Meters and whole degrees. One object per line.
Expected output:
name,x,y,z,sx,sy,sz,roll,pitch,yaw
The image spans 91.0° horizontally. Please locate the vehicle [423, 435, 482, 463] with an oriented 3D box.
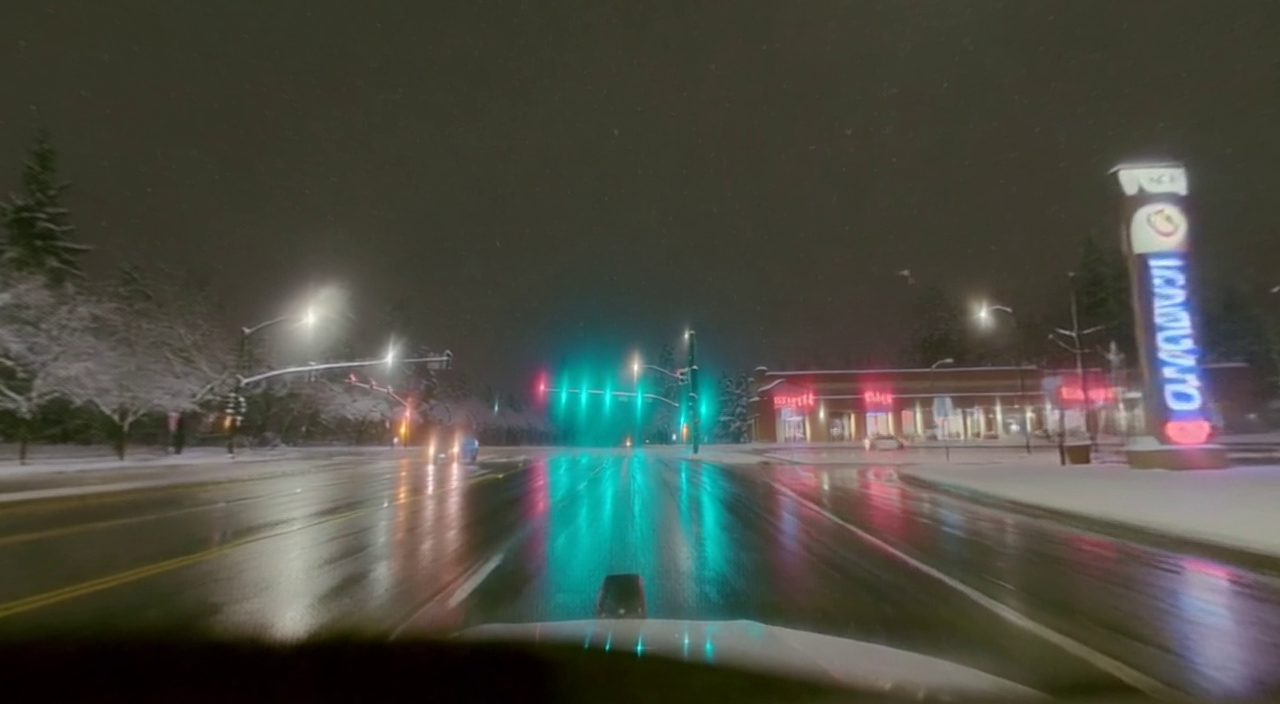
vehicle,-10.737,5.615,36.493,1.924,1.502,4.727,0,-9,1
